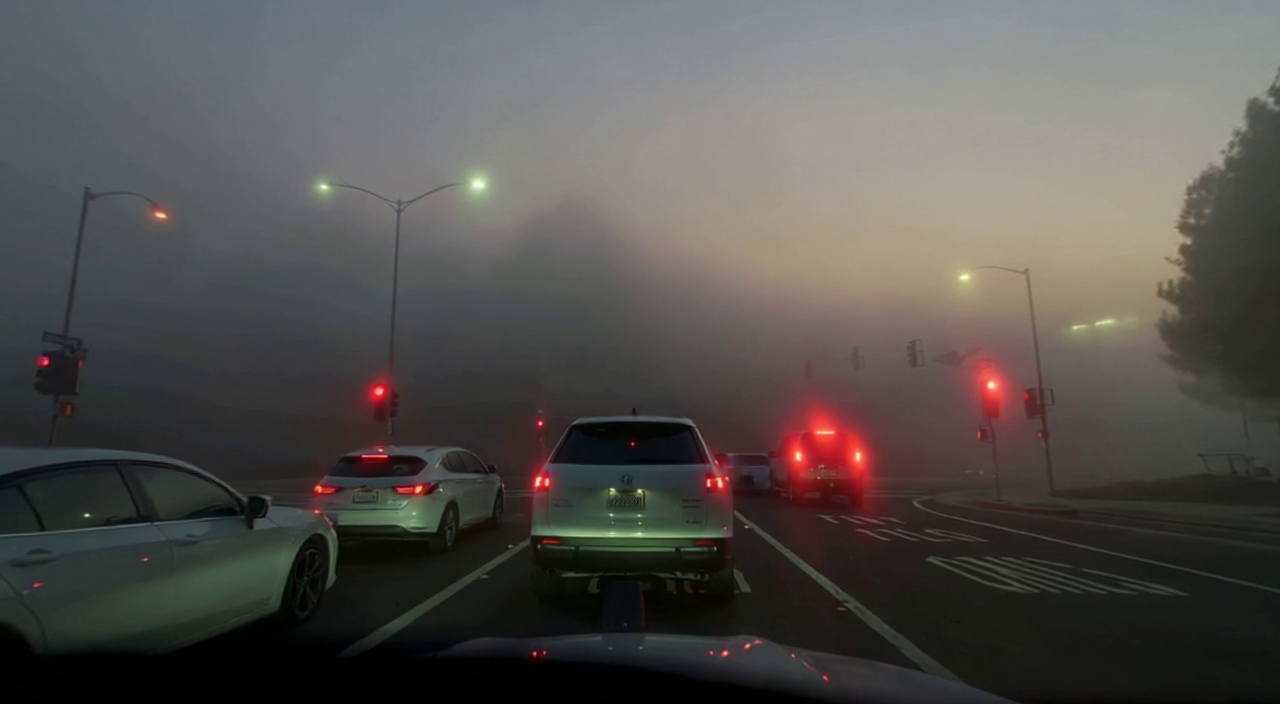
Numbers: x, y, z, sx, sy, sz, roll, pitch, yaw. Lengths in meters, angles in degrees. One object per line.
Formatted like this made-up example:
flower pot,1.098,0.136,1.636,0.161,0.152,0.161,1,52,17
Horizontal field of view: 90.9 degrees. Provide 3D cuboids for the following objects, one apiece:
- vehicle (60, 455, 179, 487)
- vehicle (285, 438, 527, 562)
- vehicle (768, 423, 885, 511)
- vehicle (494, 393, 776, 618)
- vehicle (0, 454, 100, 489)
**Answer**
vehicle,-25.985,5.948,31.601,4.140,1.444,1.742,2,-9,-15
vehicle,-3.199,2.092,9.766,1.913,1.453,4.413,0,-8,2
vehicle,4.804,3.002,16.932,2.084,2.053,4.073,-1,-8,4
vehicle,-0.036,1.524,7.180,2.203,1.757,4.286,0,-8,0
vehicle,-27.058,5.278,27.956,4.198,1.444,1.765,2,-9,-15
